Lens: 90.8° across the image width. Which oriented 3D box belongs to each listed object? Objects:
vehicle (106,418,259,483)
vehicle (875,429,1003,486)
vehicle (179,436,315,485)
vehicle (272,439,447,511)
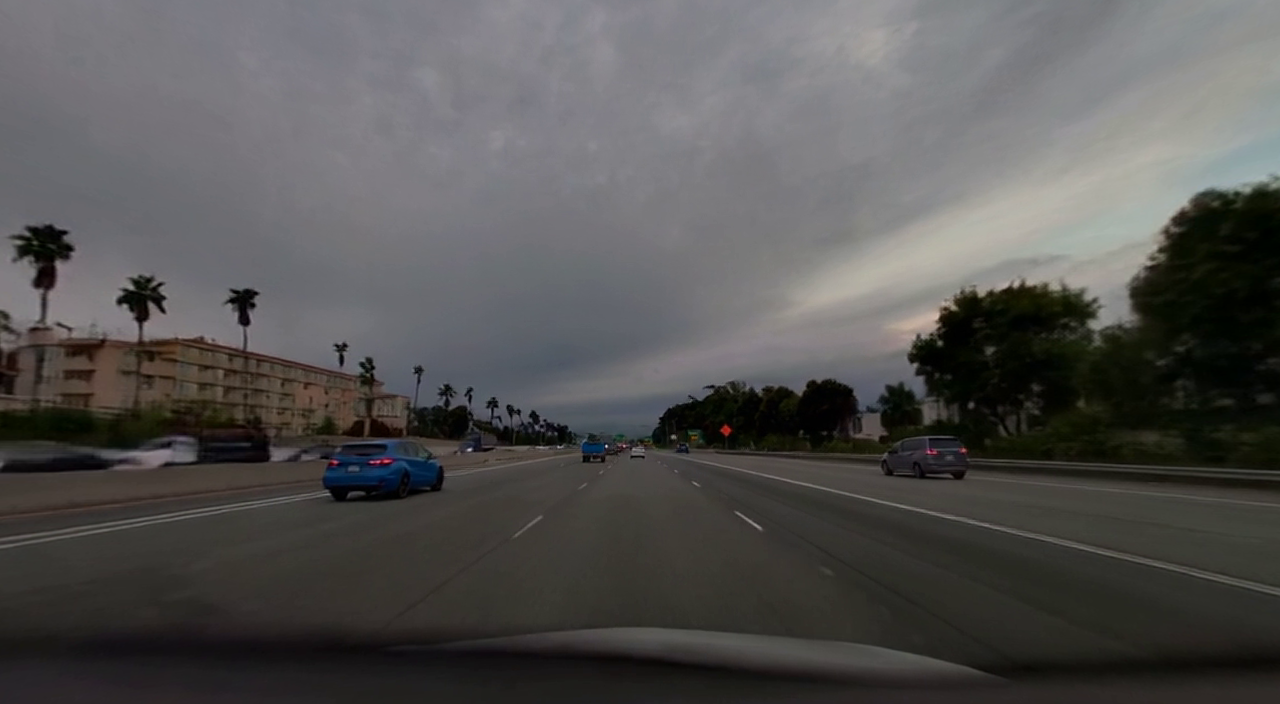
[{"bbox_3d":[-24.687,5.400,34.713,2.883,3.110,7.219,0,-9,0],"label":"vehicle"},{"bbox_3d":[10.338,3.693,22.315,2.168,1.792,4.457,0,-9,-3],"label":"vehicle"},{"bbox_3d":[-14.832,4.124,24.269,2.129,1.694,4.761,0,-9,0],"label":"vehicle"},{"bbox_3d":[-6.622,2.953,15.717,2.018,1.480,4.999,0,-9,1],"label":"vehicle"}]
